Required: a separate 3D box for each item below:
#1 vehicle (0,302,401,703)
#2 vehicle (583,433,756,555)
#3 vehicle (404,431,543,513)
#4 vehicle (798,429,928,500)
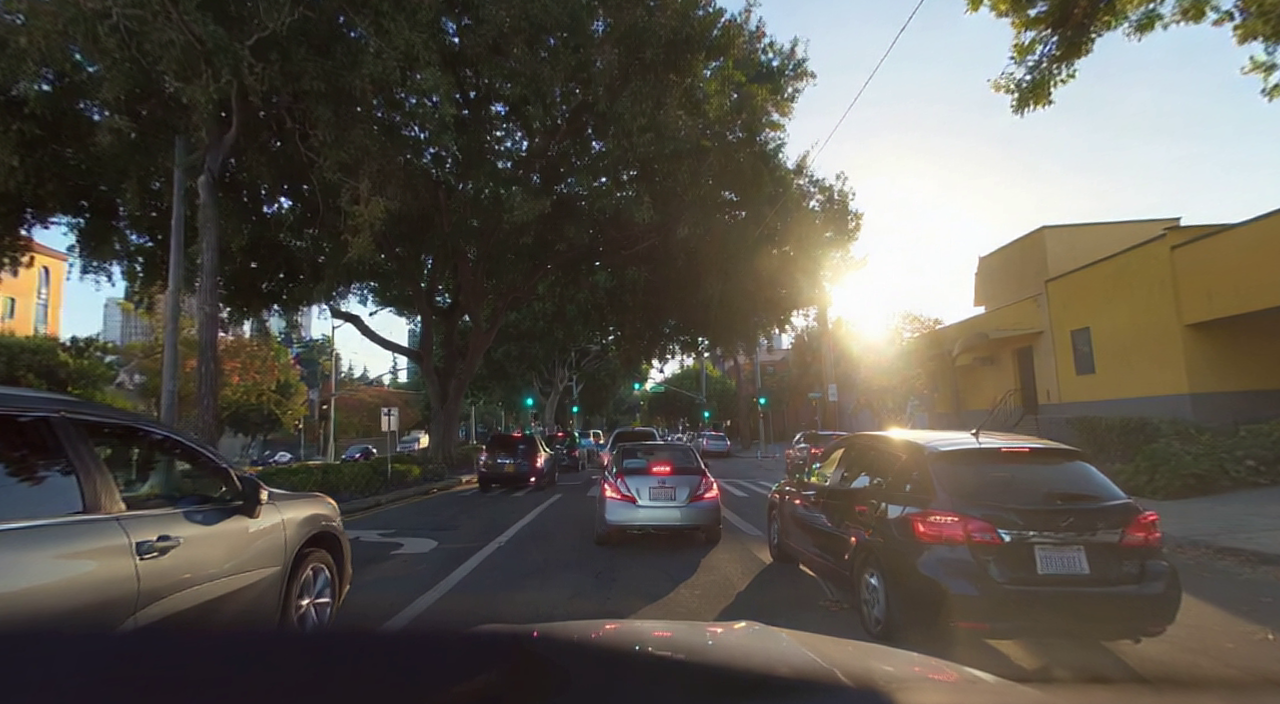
[{"bbox_3d":[-3.269,0.931,3.392,2.152,1.802,4.628,0,-9,0],"label":"vehicle"},{"bbox_3d":[0.272,2.005,9.623,2.095,1.438,3.843,0,-9,-3],"label":"vehicle"},{"bbox_3d":[-3.508,2.622,14.269,1.901,1.522,4.556,0,-9,0],"label":"vehicle"},{"bbox_3d":[6.345,3.252,18.687,2.025,1.808,4.579,0,-9,-2],"label":"vehicle"}]
